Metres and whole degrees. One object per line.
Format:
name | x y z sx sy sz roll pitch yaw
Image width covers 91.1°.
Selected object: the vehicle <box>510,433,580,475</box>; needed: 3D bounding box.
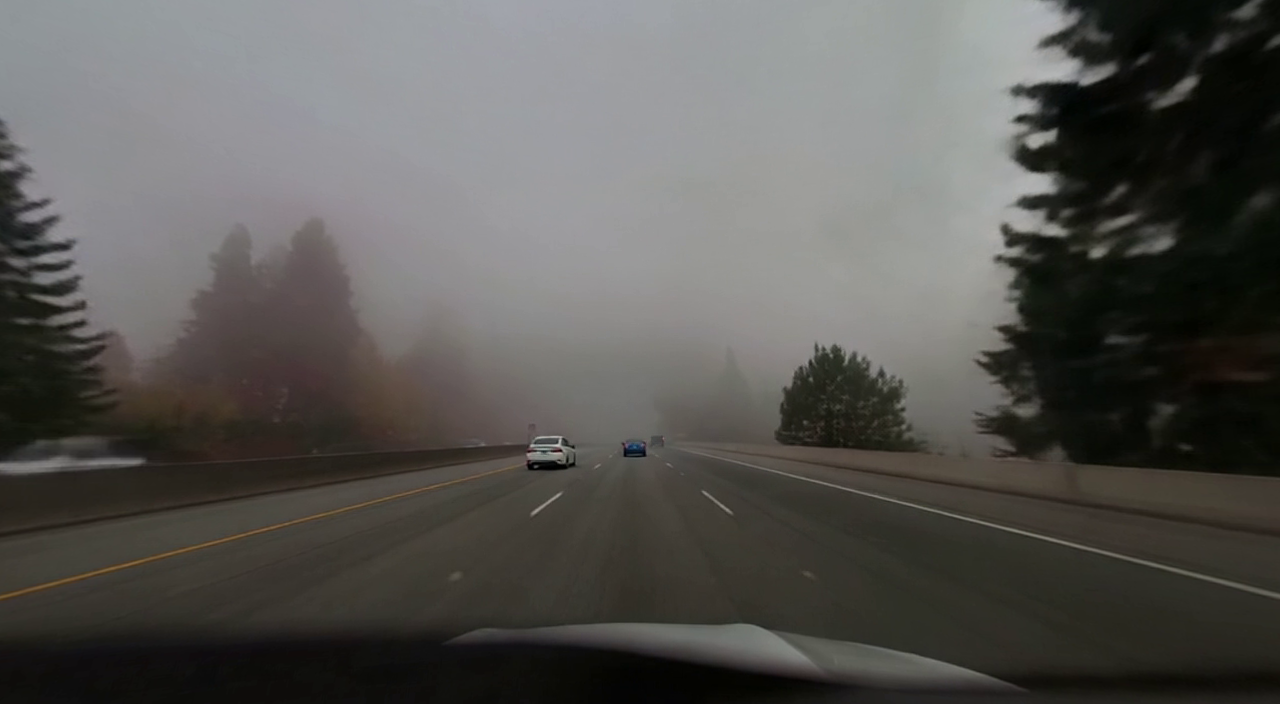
vehicle | -3.646 4.009 24.983 2.103 1.507 4.367 0 -8 0
